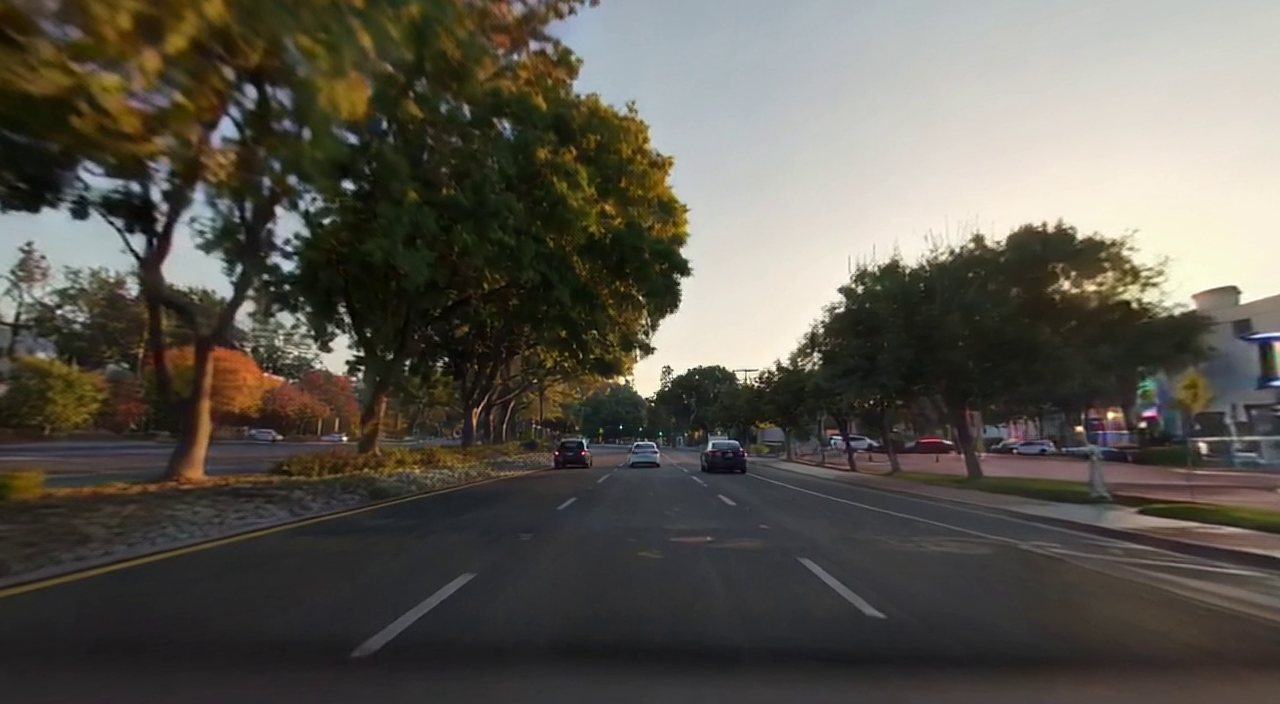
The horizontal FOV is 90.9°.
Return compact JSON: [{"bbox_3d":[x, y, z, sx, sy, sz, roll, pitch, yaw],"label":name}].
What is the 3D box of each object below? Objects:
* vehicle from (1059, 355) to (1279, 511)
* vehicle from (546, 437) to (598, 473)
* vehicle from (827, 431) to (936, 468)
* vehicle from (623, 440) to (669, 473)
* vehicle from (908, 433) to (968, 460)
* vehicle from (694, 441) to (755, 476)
[{"bbox_3d":[14.613,1.771,13.858,8.343,3.028,3.002,-1,-10,2],"label":"vehicle"},{"bbox_3d":[-3.216,4.980,30.608,1.995,1.607,4.086,0,-8,1],"label":"vehicle"},{"bbox_3d":[13.422,5.474,35.264,5.144,1.834,2.188,-2,-9,2],"label":"vehicle"},{"bbox_3d":[0.268,4.970,30.240,2.059,1.477,4.216,0,-8,0],"label":"vehicle"},{"bbox_3d":[23.258,7.399,49.436,2.145,1.922,5.397,0,-8,1],"label":"vehicle"},{"bbox_3d":[3.720,4.771,28.490,2.012,1.462,4.400,0,-8,-1],"label":"vehicle"}]
